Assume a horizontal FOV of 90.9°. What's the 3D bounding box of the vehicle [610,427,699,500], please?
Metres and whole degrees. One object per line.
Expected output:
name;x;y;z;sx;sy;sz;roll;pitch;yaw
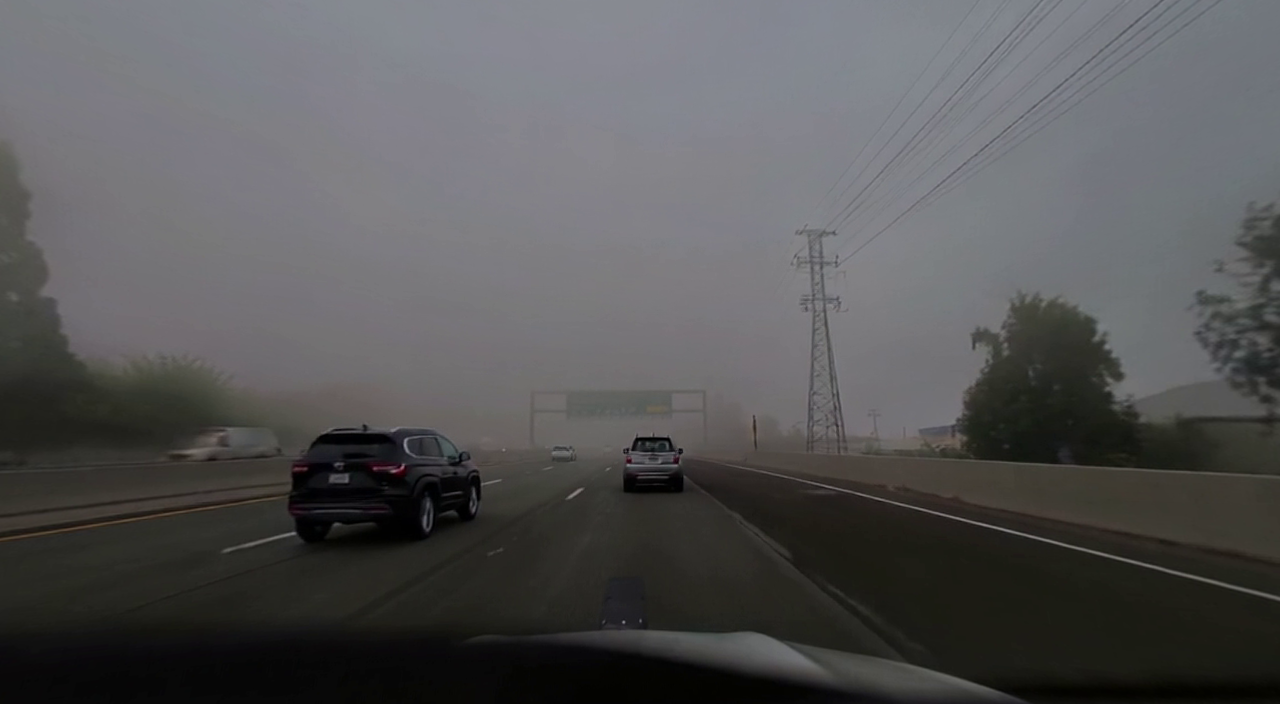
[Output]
vehicle;0.352;2.970;17.221;2.134;1.733;4.049;0;-8;0

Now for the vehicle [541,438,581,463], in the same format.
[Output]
vehicle;-5.909;7.439;47.800;2.220;1.841;4.516;0;-8;2

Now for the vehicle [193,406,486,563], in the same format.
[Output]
vehicle;-3.941;1.814;9.375;2.125;1.764;4.393;0;-8;1
